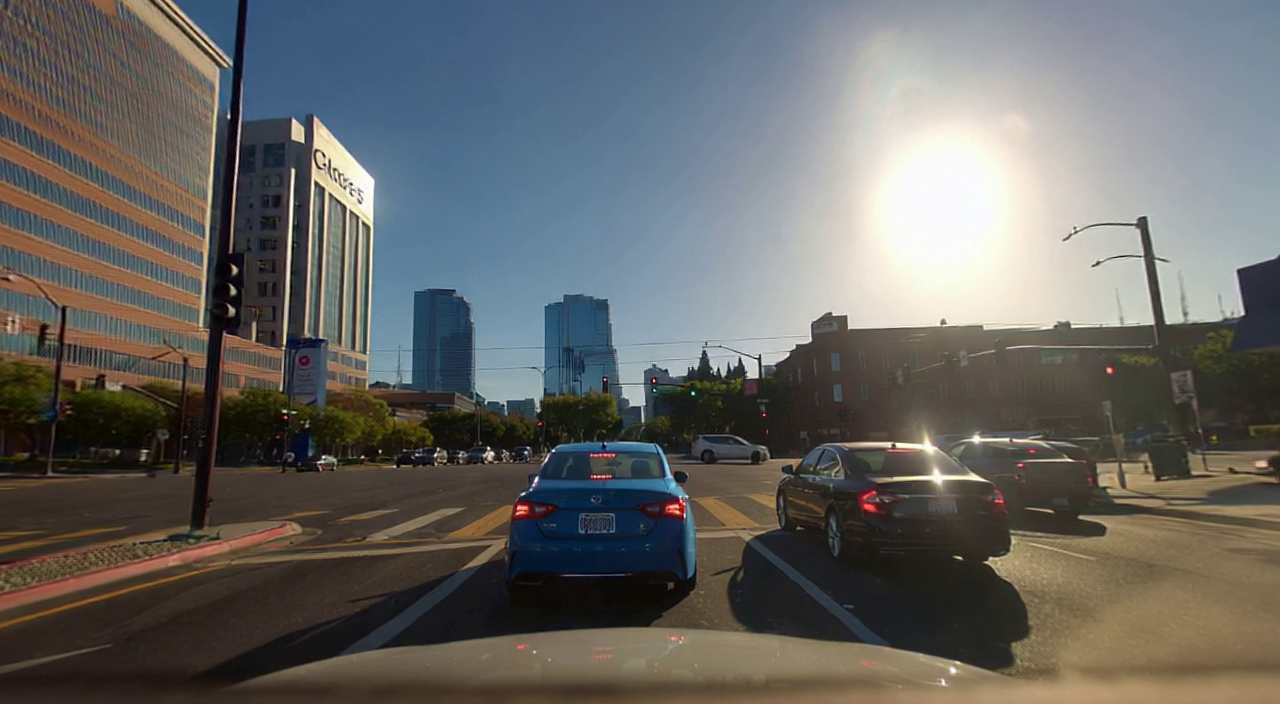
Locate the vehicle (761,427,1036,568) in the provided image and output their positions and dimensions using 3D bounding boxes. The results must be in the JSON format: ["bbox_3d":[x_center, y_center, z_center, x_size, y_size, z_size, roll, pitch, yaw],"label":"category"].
[{"bbox_3d":[3.215,1.888,8.970,2.042,1.508,4.109,0,-8,-2],"label":"vehicle"}]

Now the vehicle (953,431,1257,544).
[{"bbox_3d":[7.444,2.165,10.786,1.908,1.517,4.182,0,-8,-1],"label":"vehicle"}]

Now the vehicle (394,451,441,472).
[{"bbox_3d":[-17.130,8.391,48.682,2.048,1.463,4.530,0,-8,-1],"label":"vehicle"}]

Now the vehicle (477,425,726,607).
[{"bbox_3d":[-0.368,1.654,7.289,2.059,1.477,3.988,0,-8,-1],"label":"vehicle"}]
